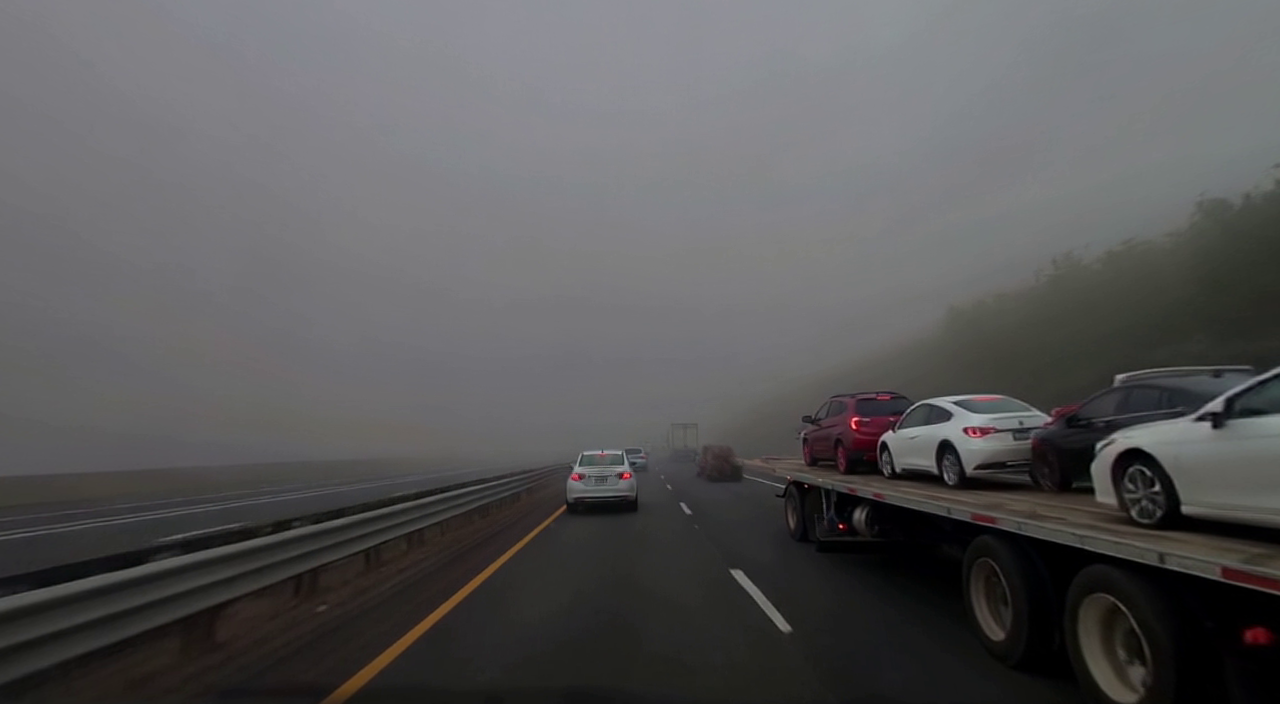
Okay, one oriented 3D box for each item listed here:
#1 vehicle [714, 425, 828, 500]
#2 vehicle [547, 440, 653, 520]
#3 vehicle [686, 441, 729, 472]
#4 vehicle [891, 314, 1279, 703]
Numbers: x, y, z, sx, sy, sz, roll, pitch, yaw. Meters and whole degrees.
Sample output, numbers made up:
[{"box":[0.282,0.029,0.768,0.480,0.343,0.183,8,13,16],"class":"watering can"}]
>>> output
[{"box":[3.536,3.097,17.902,2.303,1.889,3.920,0,-9,-1],"class":"vehicle"},{"box":[-0.734,2.693,13.674,1.991,1.466,3.675,0,-9,0],"class":"vehicle"},{"box":[3.768,5.969,36.008,1.938,1.660,4.223,0,-9,-1],"class":"vehicle"},{"box":[3.448,0.973,3.837,1.959,1.783,4.407,0,-9,0],"class":"vehicle"}]
